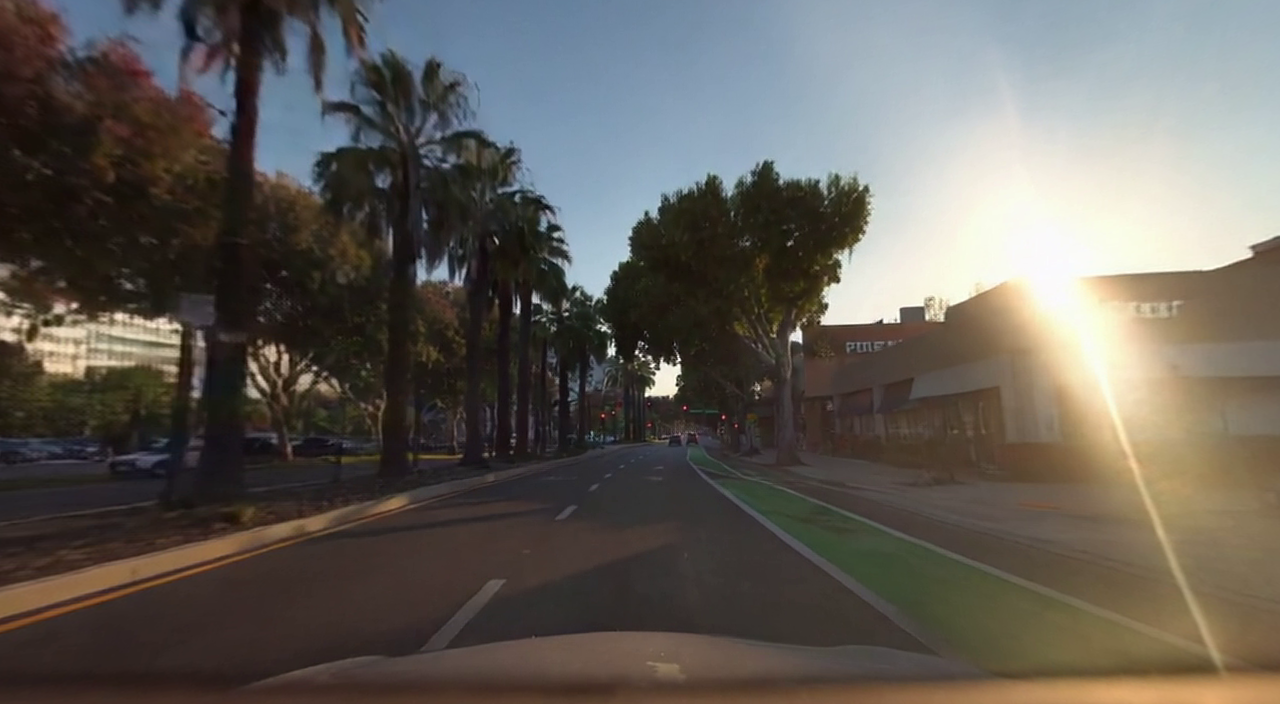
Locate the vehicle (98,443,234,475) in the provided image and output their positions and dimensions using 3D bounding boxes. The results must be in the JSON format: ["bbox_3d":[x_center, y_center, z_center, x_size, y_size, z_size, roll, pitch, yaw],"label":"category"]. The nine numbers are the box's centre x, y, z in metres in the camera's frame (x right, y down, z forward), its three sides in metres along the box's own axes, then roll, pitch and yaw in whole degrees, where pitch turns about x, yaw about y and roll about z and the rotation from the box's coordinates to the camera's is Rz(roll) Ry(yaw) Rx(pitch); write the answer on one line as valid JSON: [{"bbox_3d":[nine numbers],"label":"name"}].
[{"bbox_3d":[-24.142,5.449,32.396,5.136,1.515,1.964,2,-8,-14],"label":"vehicle"}]
